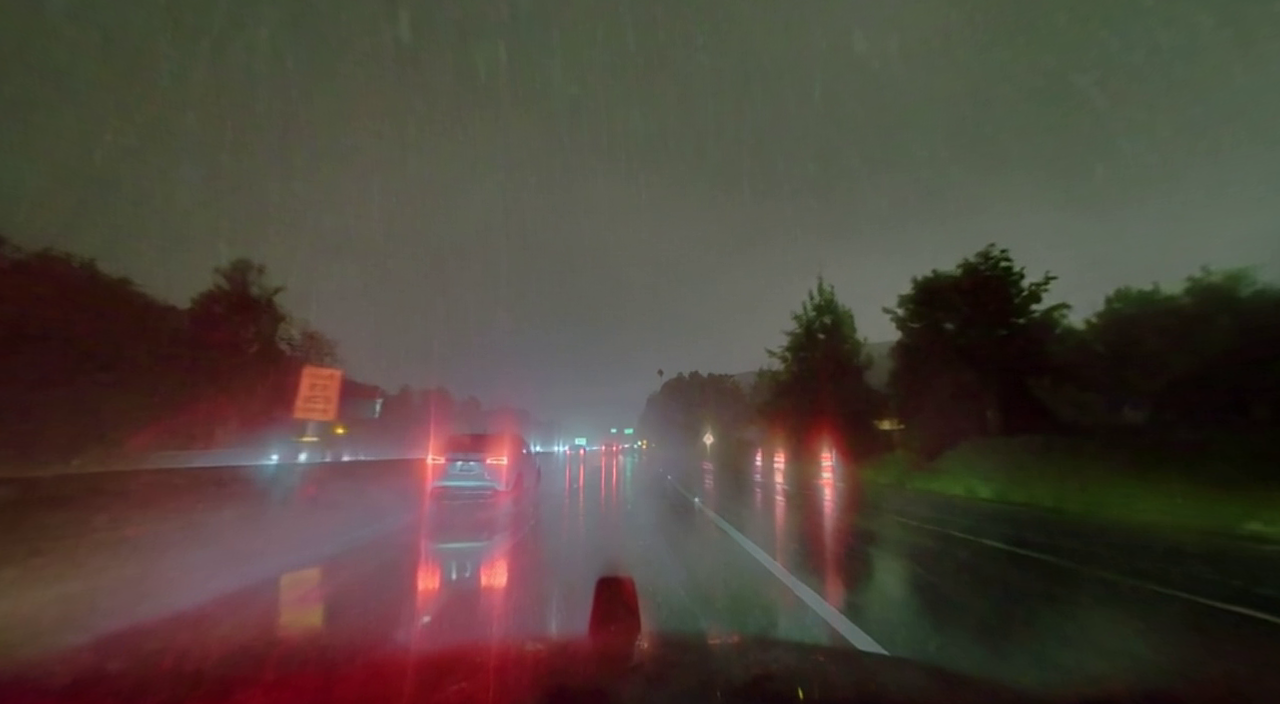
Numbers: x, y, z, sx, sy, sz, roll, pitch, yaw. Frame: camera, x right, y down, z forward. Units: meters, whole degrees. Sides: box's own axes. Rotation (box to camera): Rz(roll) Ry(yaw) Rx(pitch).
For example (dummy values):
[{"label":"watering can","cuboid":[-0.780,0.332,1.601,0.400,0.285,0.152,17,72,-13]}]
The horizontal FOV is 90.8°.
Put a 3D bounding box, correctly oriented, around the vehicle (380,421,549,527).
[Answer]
[{"label":"vehicle","cuboid":[-3.199,2.330,12.587,2.103,1.715,4.371,0,-9,0]}]
